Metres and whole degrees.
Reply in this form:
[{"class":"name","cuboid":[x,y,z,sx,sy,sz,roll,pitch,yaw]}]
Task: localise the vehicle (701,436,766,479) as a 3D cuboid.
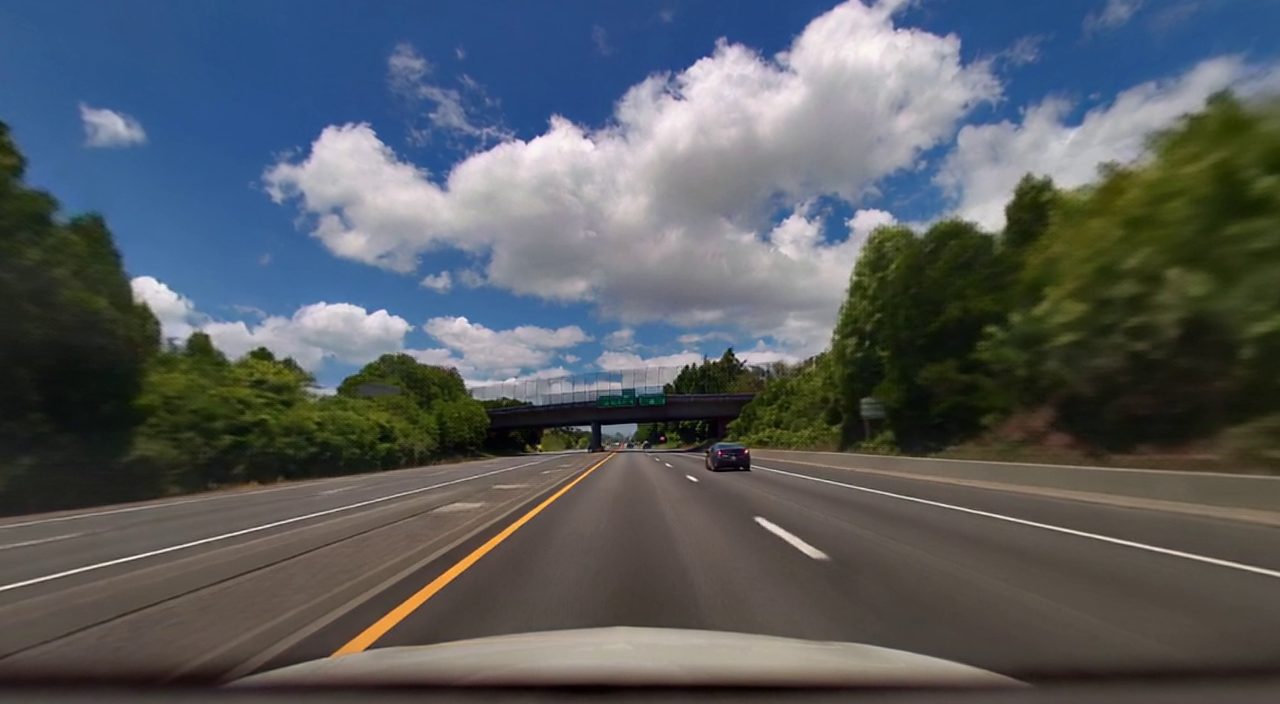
[{"class":"vehicle","cuboid":[3.449,3.942,23.862,1.781,1.470,3.540,0,-8,-2]}]
